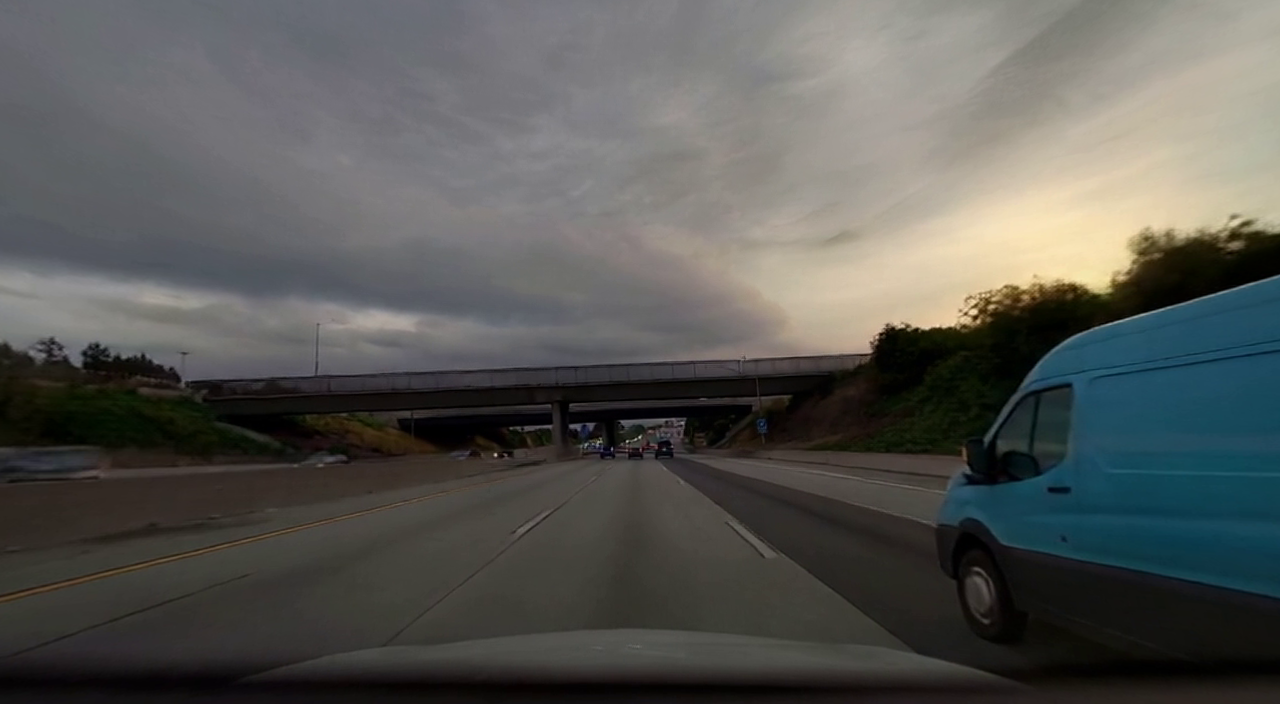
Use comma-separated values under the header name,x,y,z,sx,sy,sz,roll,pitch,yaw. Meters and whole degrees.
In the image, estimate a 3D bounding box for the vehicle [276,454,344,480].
name,x,y,z,sx,sy,sz,roll,pitch,yaw
vehicle,-20.810,7.274,40.089,1.859,1.475,4.564,0,-8,0

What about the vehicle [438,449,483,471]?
name,x,y,z,sx,sy,sz,roll,pitch,yaw
vehicle,-13.356,8.059,47.289,1.892,1.481,4.576,0,-8,1
